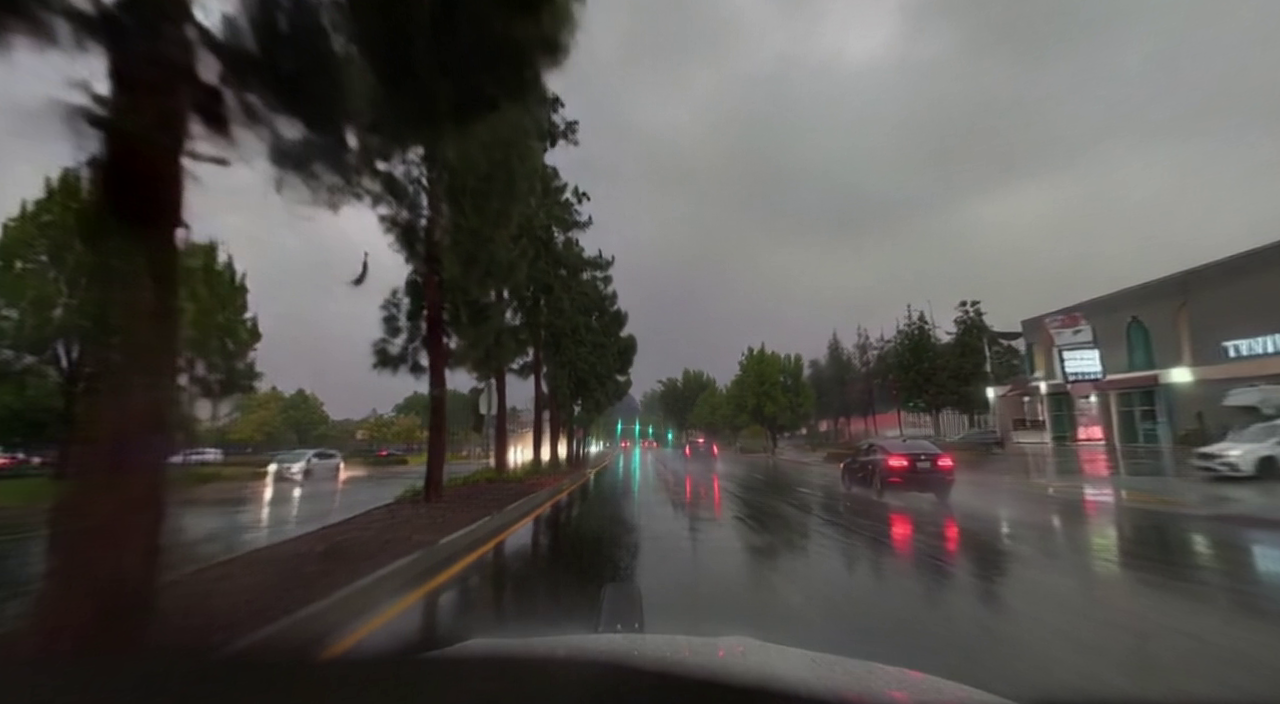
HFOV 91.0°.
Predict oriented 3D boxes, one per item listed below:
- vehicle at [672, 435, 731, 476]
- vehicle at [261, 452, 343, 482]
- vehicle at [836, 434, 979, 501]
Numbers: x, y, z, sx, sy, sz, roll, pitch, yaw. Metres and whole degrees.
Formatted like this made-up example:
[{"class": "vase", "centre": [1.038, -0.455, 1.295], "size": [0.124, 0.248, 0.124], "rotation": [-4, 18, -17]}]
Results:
[{"class": "vehicle", "centre": [2.674, 4.642, 28.427], "size": [2.161, 1.676, 4.151], "rotation": [0, -9, -1]}, {"class": "vehicle", "centre": [-17.987, 6.112, 33.774], "size": [1.851, 1.480, 4.501], "rotation": [0, -9, 1]}, {"class": "vehicle", "centre": [6.826, 2.977, 16.617], "size": [1.886, 1.528, 4.169], "rotation": [0, -9, -1]}]
